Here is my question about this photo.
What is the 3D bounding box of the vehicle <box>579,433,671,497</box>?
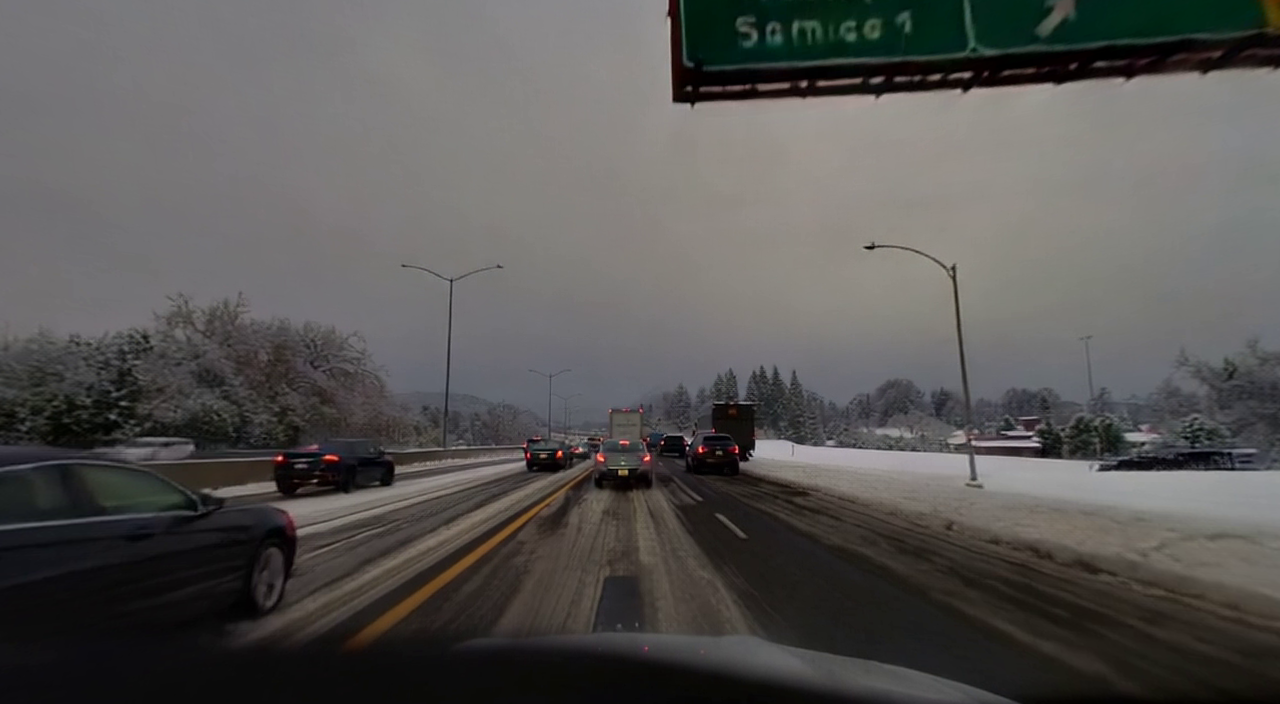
[{"bbox_3d":[-0.350,2.915,16.649,2.136,1.470,3.971,0,-8,0],"label":"vehicle"}]

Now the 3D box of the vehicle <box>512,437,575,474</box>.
[{"bbox_3d":[-4.004,4.387,26.860,1.998,1.423,4.436,0,-8,0],"label":"vehicle"}]

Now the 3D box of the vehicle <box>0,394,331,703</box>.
[{"bbox_3d":[-3.625,0.981,2.980,2.064,1.475,4.489,0,-8,0],"label":"vehicle"}]

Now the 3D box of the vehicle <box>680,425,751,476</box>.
[{"bbox_3d":[2.902,3.945,25.408,2.173,1.870,4.499,0,-8,-2],"label":"vehicle"}]
